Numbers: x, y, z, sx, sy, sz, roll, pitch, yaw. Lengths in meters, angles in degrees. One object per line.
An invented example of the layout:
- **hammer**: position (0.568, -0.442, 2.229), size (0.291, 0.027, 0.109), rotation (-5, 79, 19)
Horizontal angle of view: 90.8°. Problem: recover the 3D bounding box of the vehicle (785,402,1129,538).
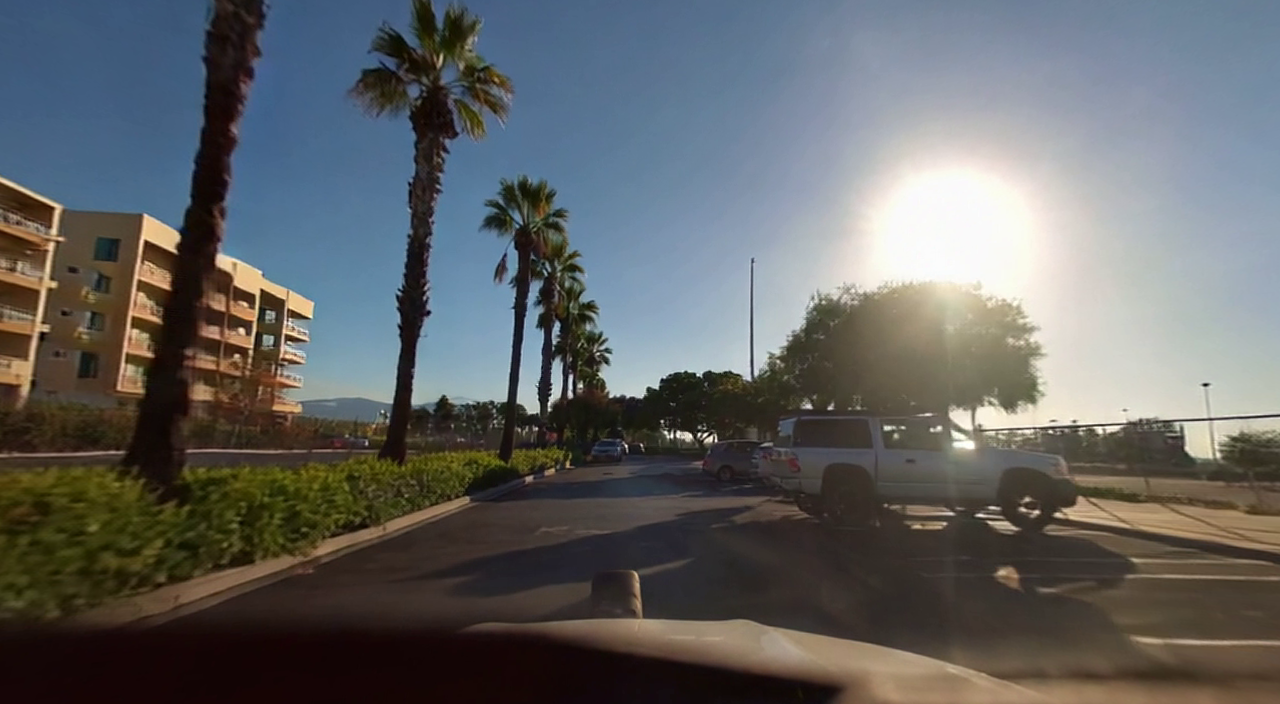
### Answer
- **vehicle**: position (4.921, 1.886, 10.356), size (4.609, 1.734, 1.909), rotation (3, -8, 1)
